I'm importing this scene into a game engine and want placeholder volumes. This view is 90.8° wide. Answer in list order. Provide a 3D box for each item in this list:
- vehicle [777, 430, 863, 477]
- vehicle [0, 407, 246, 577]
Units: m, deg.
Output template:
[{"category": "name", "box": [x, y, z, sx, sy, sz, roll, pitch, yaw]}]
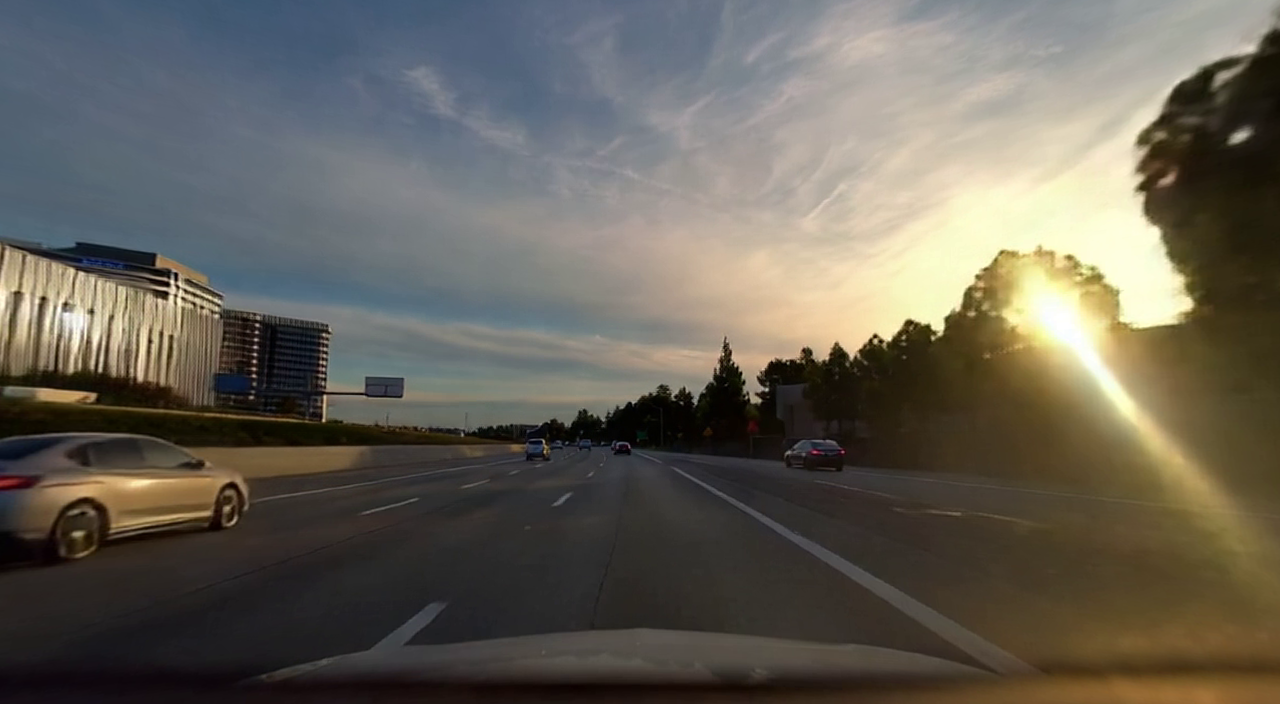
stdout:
[{"category": "vehicle", "box": [7.497, 4.269, 26.759, 2.023, 1.782, 4.193, 1, -9, -6]}, {"category": "vehicle", "box": [-7.413, 1.618, 7.706, 2.030, 1.672, 4.913, 0, -9, 0]}]
